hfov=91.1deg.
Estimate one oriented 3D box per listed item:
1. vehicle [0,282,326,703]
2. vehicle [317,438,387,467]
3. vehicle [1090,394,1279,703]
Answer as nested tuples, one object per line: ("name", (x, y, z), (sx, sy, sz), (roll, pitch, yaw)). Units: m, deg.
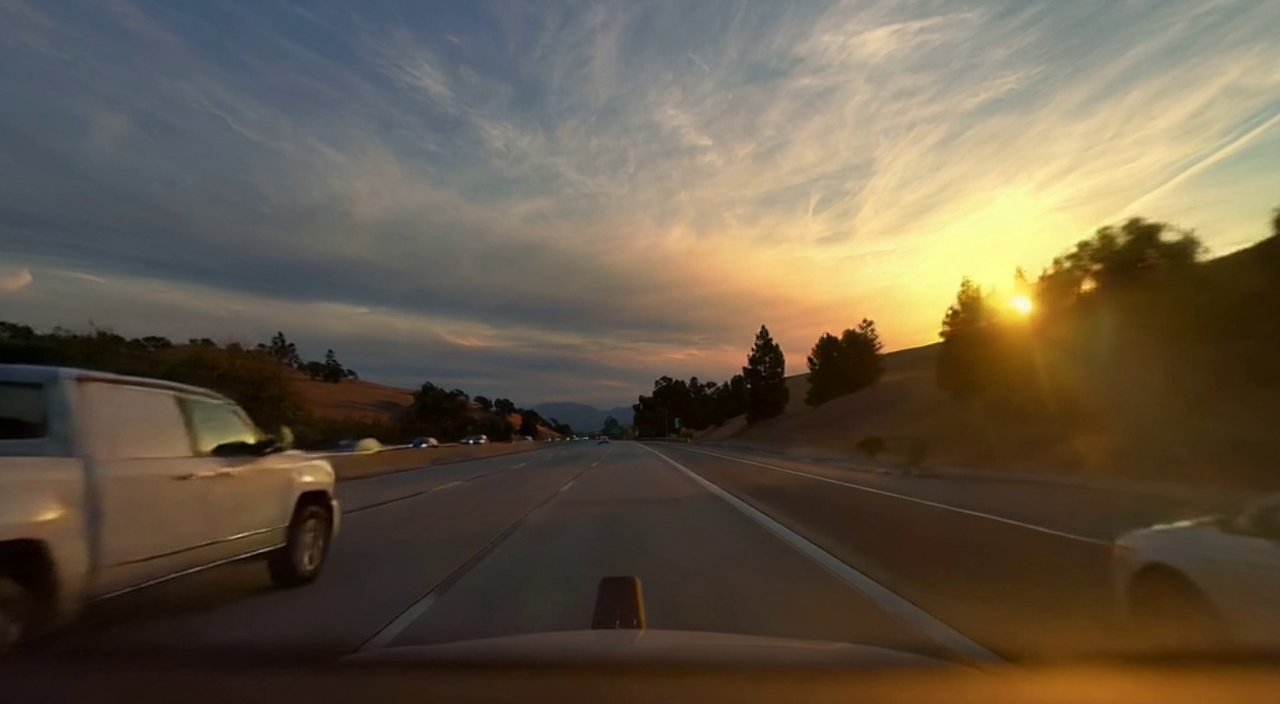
("vehicle", (-3.591, 0.593, 2.274), (2.106, 1.779, 5.610), (0, -8, -1))
("vehicle", (-16.126, 5.604, 35.441), (1.914, 1.504, 4.422), (0, -8, -1))
("vehicle", (3.656, 0.761, 1.524), (1.817, 1.465, 4.415), (0, -8, -1))
